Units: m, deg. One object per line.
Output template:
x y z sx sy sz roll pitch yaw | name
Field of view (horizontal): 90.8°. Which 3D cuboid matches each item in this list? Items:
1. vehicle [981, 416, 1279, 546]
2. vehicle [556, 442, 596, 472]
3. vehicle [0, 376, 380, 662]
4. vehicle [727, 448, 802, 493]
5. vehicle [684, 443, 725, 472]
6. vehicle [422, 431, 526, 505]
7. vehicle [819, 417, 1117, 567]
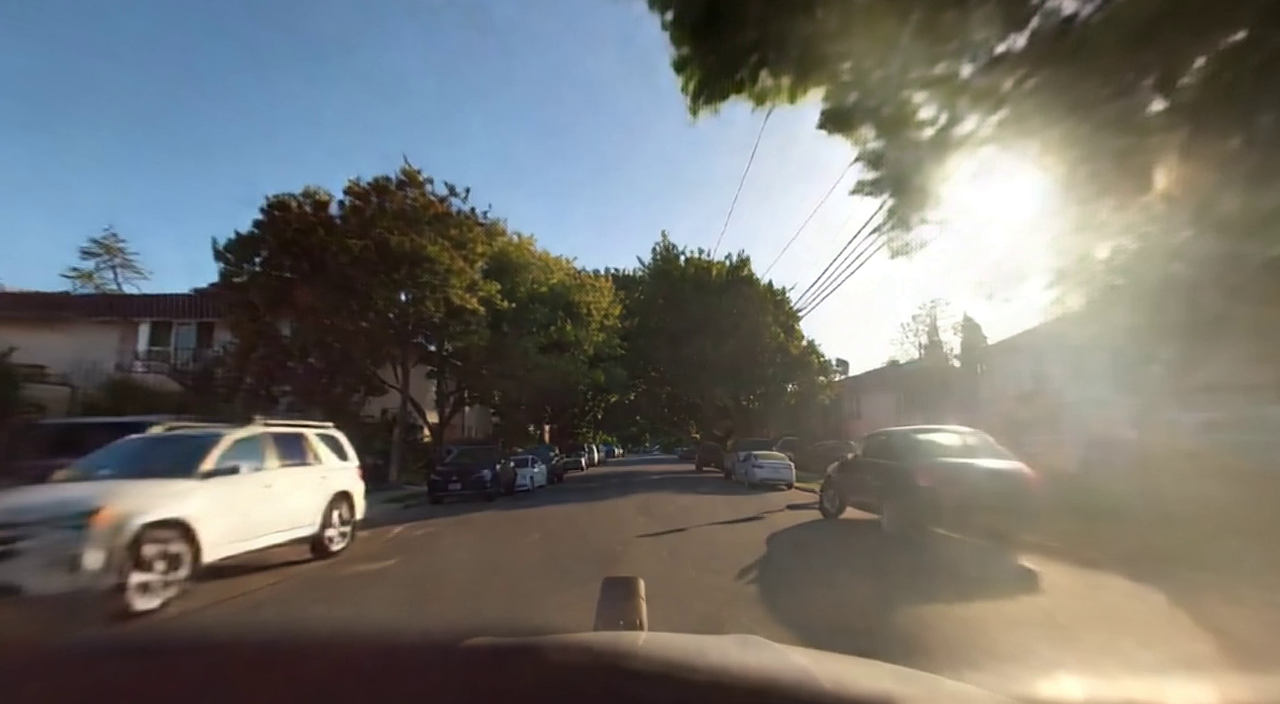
8.996 2.277 11.786 2.285 1.833 4.853 -1 -9 -3 | vehicle
-4.046 6.714 40.372 2.035 1.822 4.348 -1 -10 1 | vehicle
-5.143 1.605 7.055 2.319 1.902 5.526 -2 -9 -2 | vehicle
4.729 4.561 24.799 1.850 1.516 5.066 0 -8 -1 | vehicle
4.705 7.799 47.042 2.415 1.963 5.688 0 -8 -1 | vehicle
-4.619 3.334 18.272 2.007 1.861 4.101 0 -10 -2 | vehicle
5.031 2.224 11.022 2.201 1.896 5.632 0 -8 1 | vehicle
